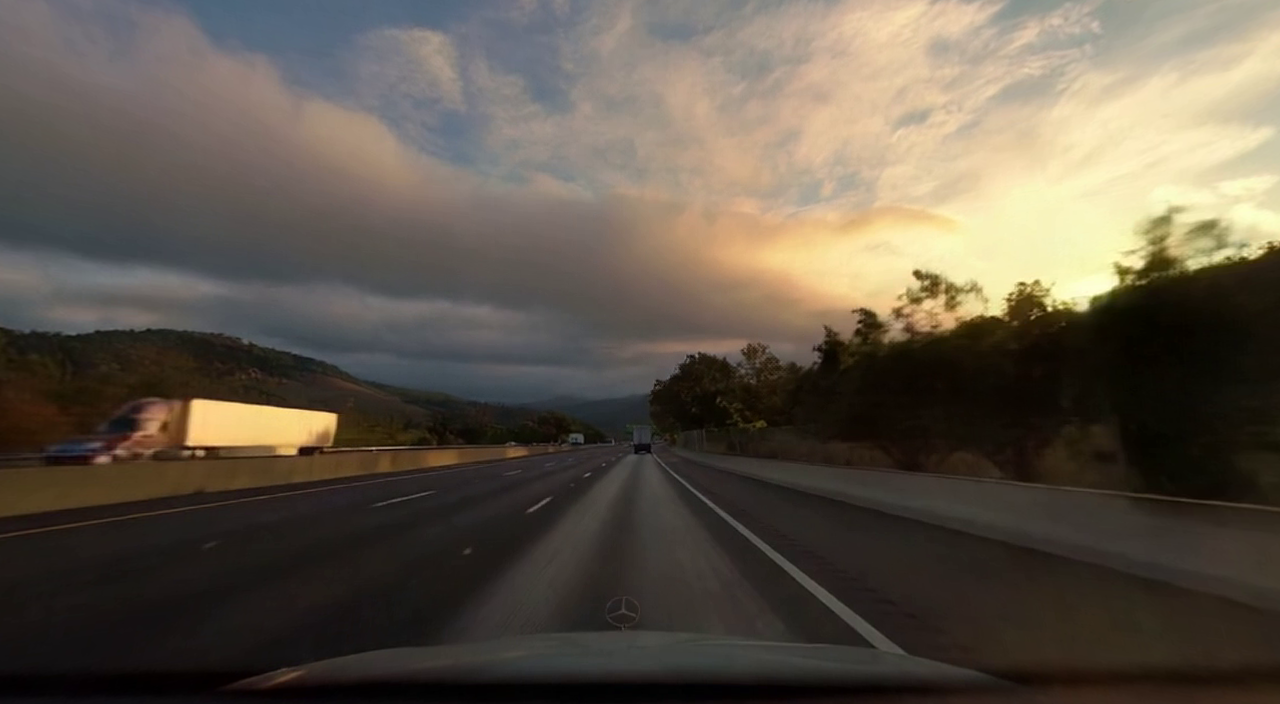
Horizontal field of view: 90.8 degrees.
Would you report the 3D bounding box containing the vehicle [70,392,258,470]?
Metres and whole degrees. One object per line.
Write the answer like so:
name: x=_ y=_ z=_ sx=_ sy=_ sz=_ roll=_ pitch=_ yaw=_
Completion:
vehicle: x=-24.287 y=4.241 z=33.089 sx=3.001 sy=3.494 sz=8.668 roll=0 pitch=-9 yaw=0
